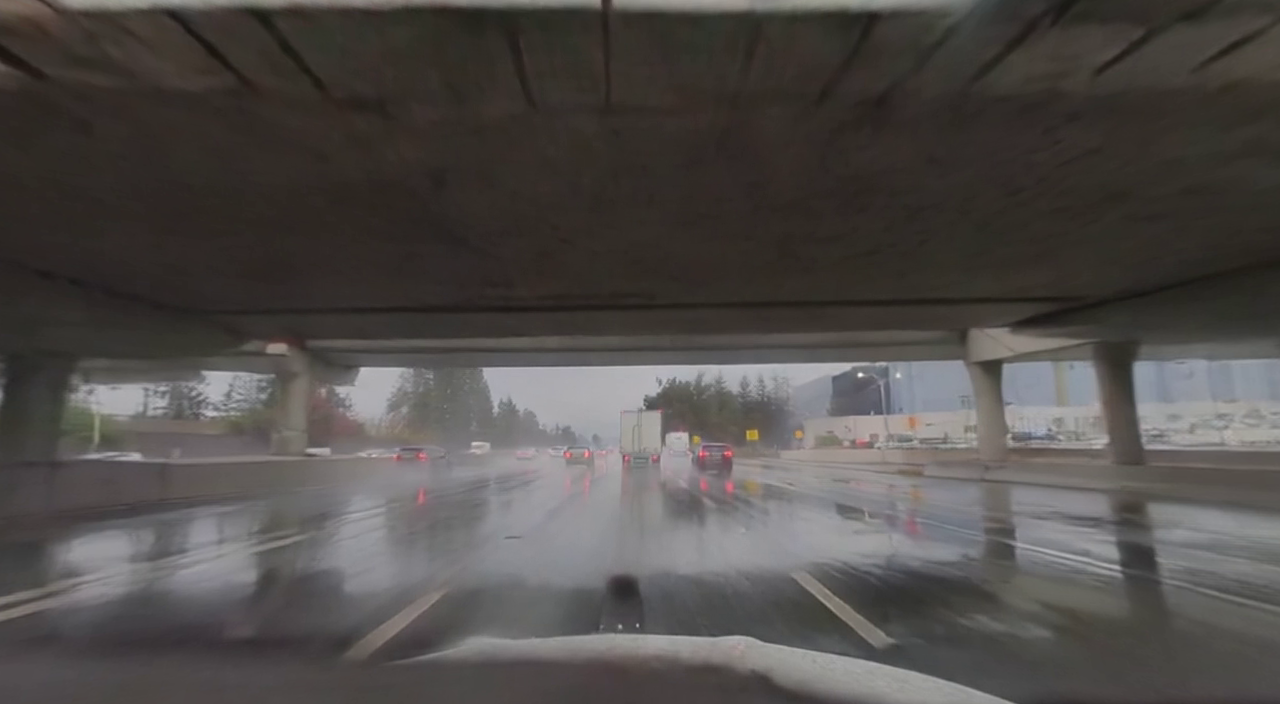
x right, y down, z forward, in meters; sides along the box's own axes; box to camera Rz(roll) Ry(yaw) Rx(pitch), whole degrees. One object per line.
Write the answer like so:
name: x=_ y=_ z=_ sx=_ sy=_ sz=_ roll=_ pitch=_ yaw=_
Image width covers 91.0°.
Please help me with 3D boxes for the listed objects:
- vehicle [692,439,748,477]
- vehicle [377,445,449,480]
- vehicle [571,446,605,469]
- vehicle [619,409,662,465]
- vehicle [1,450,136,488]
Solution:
vehicle: x=3.823 y=5.170 z=30.911 sx=2.107 sy=1.707 sz=4.445 roll=0 pitch=-9 yaw=0
vehicle: x=-11.231 y=5.468 z=31.499 sx=1.966 sy=1.627 sz=4.258 roll=0 pitch=-9 yaw=1
vehicle: x=-3.710 y=7.608 z=45.496 sx=2.083 sy=1.576 sz=4.307 roll=0 pitch=-9 yaw=0
vehicle: x=0.152 y=6.799 z=49.623 sx=3.012 sy=3.928 sz=10.262 roll=0 pitch=-9 yaw=1
vehicle: x=-27.704 y=5.650 z=30.796 sx=2.052 sy=1.716 sz=4.732 roll=0 pitch=-9 yaw=1
